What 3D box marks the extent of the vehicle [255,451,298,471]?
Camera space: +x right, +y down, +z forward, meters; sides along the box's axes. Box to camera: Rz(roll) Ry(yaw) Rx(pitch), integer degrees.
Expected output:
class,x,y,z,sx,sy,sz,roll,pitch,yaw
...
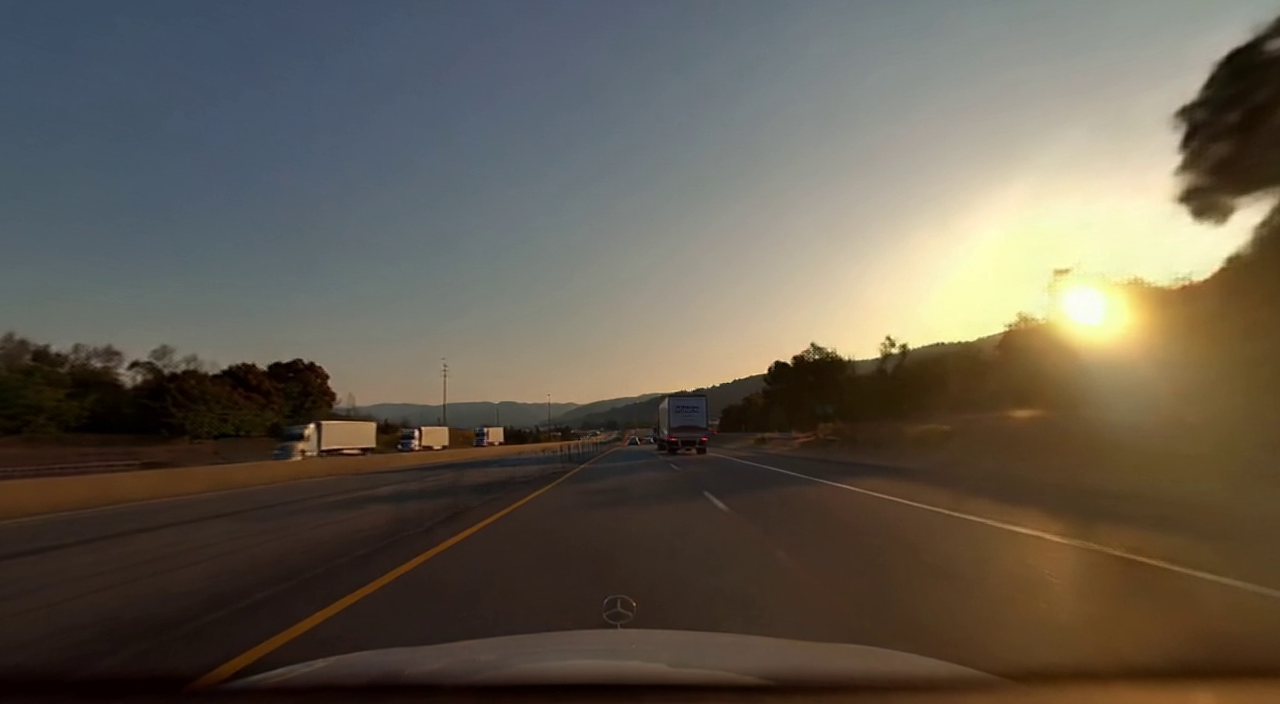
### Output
class,x,y,z,sx,sy,sz,roll,pitch,yaw
vehicle,-28.356,8.500,49.202,1.833,1.425,4.295,2,-8,-16

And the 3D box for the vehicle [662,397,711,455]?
class,x,y,z,sx,sy,sz,roll,pitch,yaw
vehicle,3.275,5.572,46.603,2.888,3.866,8.380,0,-8,-1
